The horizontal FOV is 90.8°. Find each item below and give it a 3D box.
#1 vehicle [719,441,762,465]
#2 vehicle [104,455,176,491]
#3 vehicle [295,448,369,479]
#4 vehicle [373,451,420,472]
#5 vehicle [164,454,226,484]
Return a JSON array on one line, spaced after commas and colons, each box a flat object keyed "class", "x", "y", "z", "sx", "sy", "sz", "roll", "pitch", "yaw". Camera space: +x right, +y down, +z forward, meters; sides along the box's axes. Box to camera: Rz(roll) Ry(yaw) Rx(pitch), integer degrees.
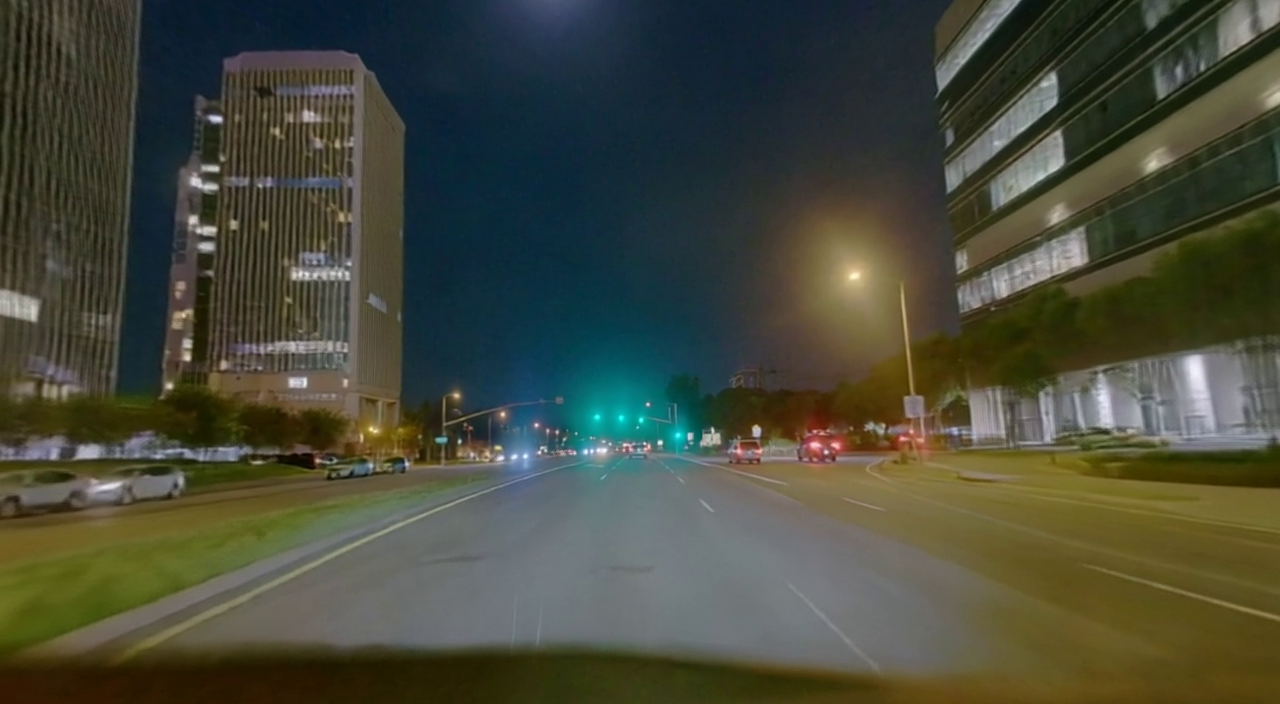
[{"class": "vehicle", "x": 6.468, "y": 6.566, "z": 41.136, "sx": 1.992, "sy": 1.447, "sz": 4.414, "roll": 1, "pitch": -9, "yaw": -1}, {"class": "vehicle", "x": -28.088, "y": 6.765, "z": 35.667, "sx": 1.959, "sy": 1.677, "sz": 4.861, "roll": 1, "pitch": -8, "yaw": -24}, {"class": "vehicle", "x": -18.672, "y": 6.743, "z": 38.606, "sx": 2.047, "sy": 1.756, "sz": 4.844, "roll": 0, "pitch": -9, "yaw": 0}, {"class": "vehicle", "x": -18.742, "y": 8.422, "z": 48.859, "sx": 1.861, "sy": 1.499, "sz": 4.605, "roll": 0, "pitch": -9, "yaw": -1}, {"class": "vehicle", "x": -25.697, "y": 6.749, "z": 36.634, "sx": 2.099, "sy": 1.561, "sz": 4.013, "roll": 4, "pitch": -9, "yaw": -24}]
